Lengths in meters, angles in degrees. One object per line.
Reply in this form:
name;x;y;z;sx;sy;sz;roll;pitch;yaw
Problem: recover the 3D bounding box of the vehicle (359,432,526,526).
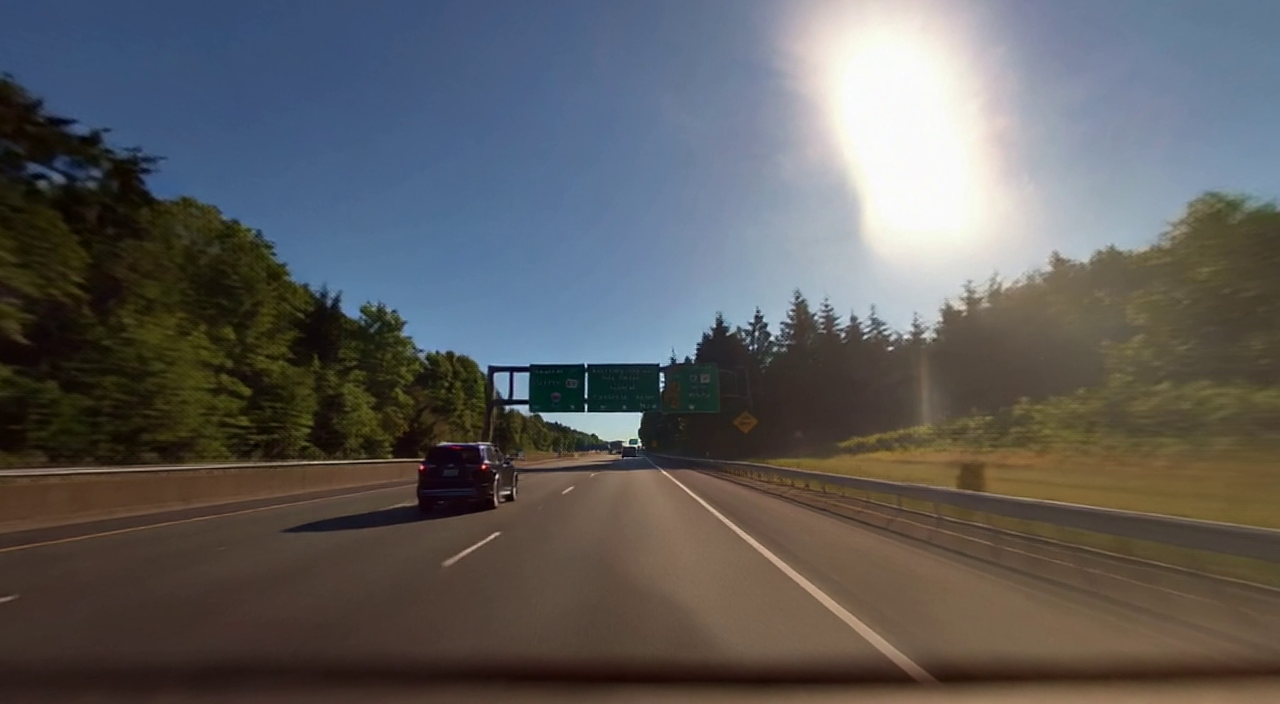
vehicle;-3.900;2.595;13.341;2.104;1.626;4.283;-1;-9;1
